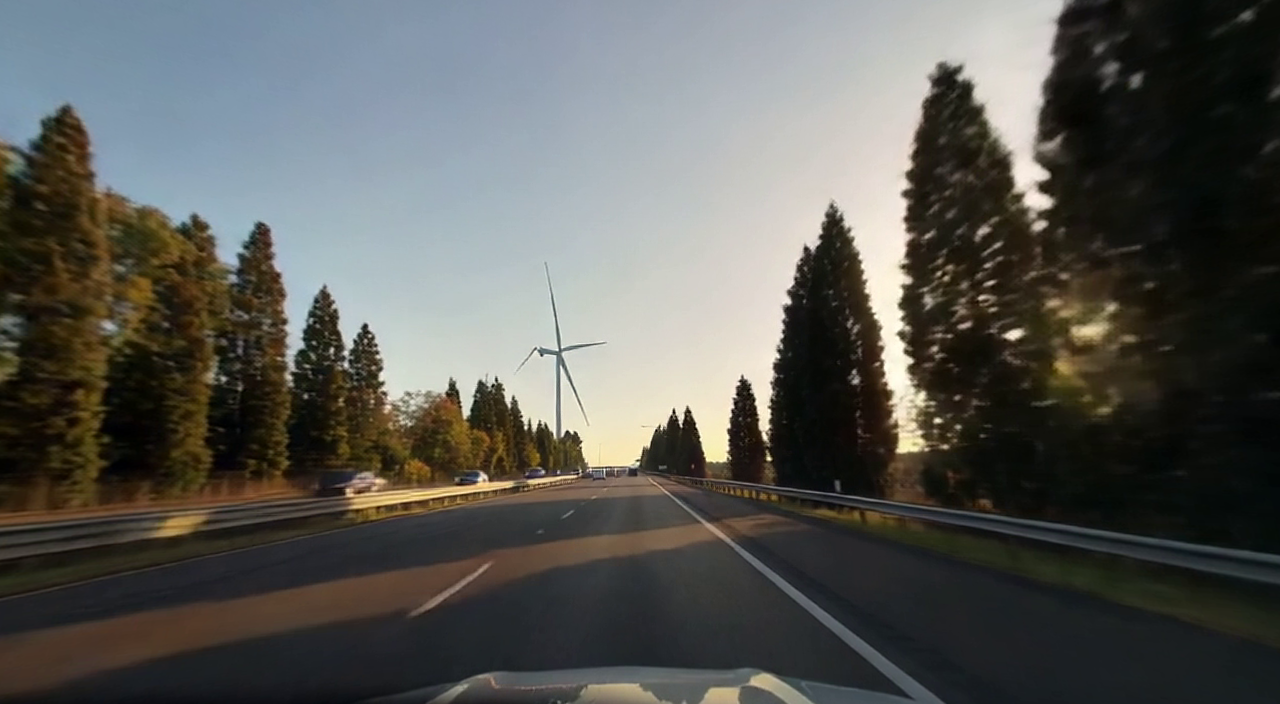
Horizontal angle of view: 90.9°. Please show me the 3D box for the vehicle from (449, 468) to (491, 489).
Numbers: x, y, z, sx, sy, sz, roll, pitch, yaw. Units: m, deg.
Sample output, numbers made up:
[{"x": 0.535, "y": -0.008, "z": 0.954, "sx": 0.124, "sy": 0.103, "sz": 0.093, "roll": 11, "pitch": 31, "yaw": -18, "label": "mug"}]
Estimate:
[{"x": -12.820, "y": 9.571, "z": 47.812, "sx": 1.932, "sy": 1.473, "sz": 4.509, "roll": 1, "pitch": -11, "yaw": 0, "label": "vehicle"}]

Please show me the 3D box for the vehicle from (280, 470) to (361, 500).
[{"x": -16.870, "y": 7.045, "z": 33.564, "sx": 1.948, "sy": 1.465, "sz": 4.583, "roll": 1, "pitch": -11, "yaw": 0, "label": "vehicle"}]
